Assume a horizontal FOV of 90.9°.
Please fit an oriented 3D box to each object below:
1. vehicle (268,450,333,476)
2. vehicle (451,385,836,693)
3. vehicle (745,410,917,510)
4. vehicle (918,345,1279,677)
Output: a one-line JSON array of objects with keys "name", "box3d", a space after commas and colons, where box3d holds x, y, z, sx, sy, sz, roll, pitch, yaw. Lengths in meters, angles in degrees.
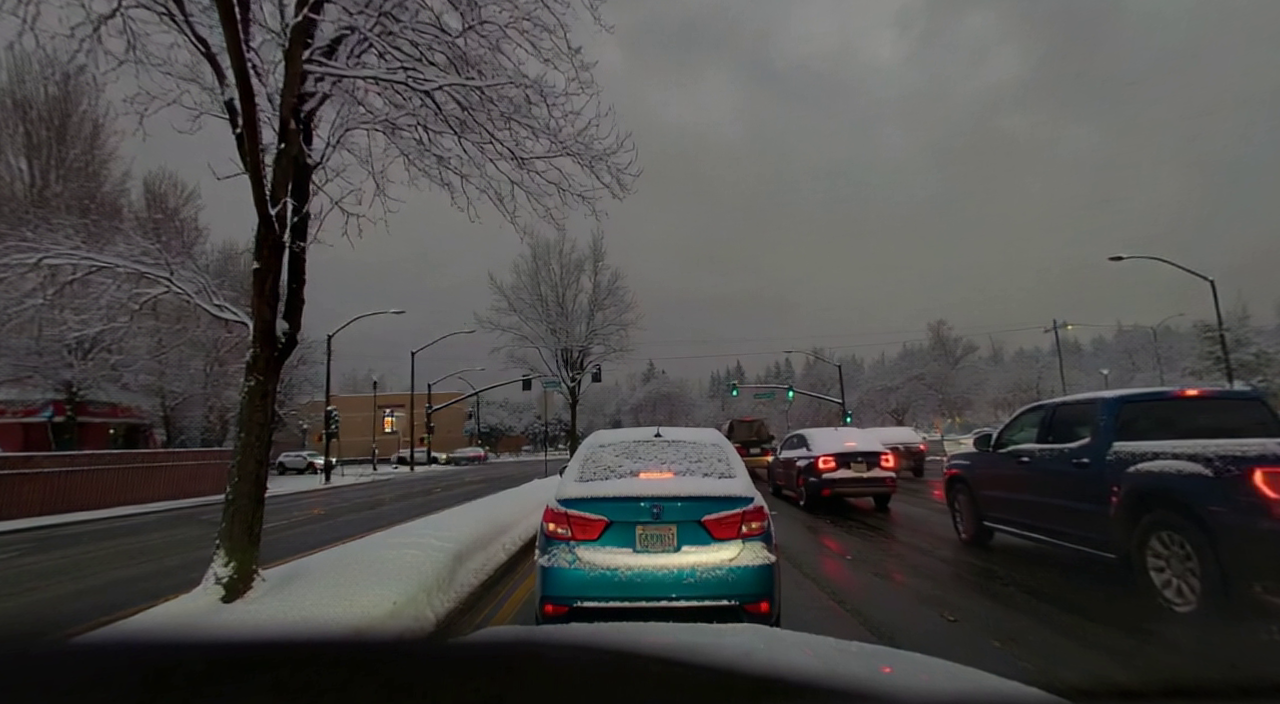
[{"name": "vehicle", "box3d": [-24.061, 7.842, 44.877, 1.798, 1.706, 4.385, -1, -8, 6]}, {"name": "vehicle", "box3d": [-0.017, 1.313, 5.539, 2.116, 1.677, 3.948, 0, -8, -1]}, {"name": "vehicle", "box3d": [4.222, 2.534, 15.274, 2.319, 1.930, 5.651, 0, -8, -1]}, {"name": "vehicle", "box3d": [4.522, 1.170, 5.518, 2.019, 1.803, 4.634, 0, -8, 0]}]
